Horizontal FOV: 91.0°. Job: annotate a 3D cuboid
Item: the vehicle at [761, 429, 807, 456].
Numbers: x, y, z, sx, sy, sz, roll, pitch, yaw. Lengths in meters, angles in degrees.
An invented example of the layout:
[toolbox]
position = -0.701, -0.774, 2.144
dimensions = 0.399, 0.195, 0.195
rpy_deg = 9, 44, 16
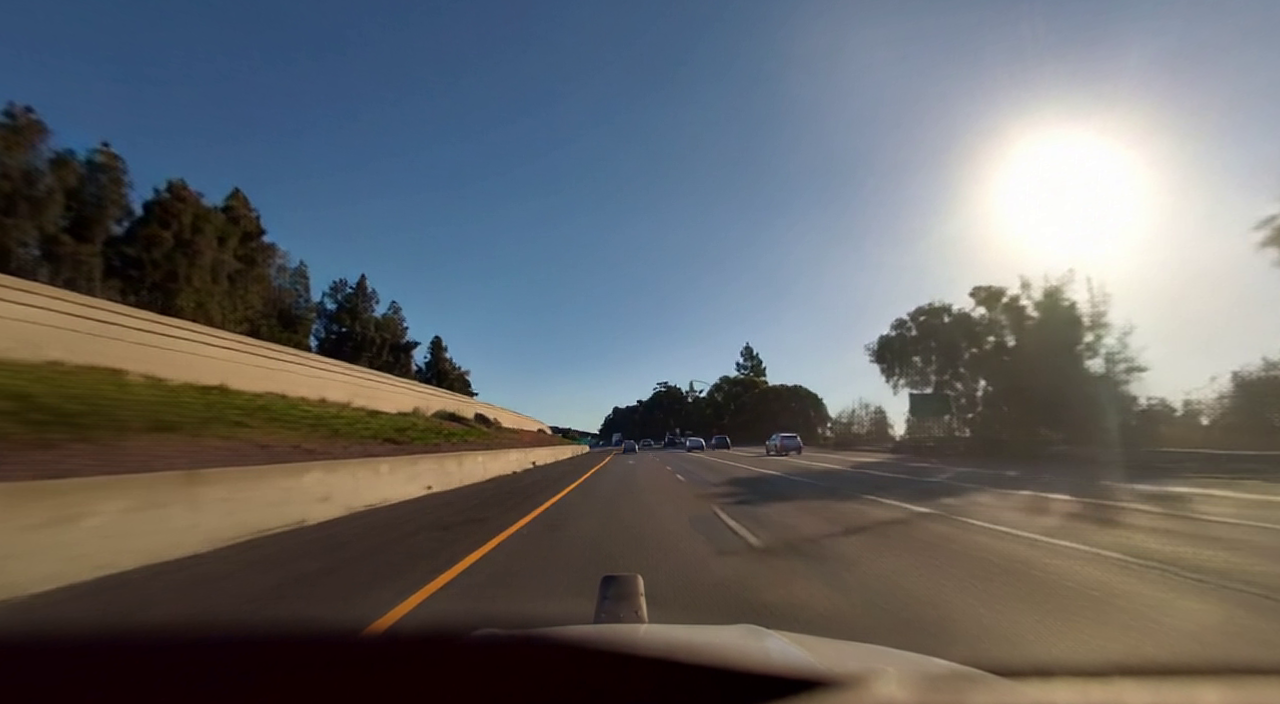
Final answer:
[vehicle]
position = 10.009, 6.365, 44.101
dimensions = 2.077, 1.763, 4.472
rpy_deg = 0, -8, -2
